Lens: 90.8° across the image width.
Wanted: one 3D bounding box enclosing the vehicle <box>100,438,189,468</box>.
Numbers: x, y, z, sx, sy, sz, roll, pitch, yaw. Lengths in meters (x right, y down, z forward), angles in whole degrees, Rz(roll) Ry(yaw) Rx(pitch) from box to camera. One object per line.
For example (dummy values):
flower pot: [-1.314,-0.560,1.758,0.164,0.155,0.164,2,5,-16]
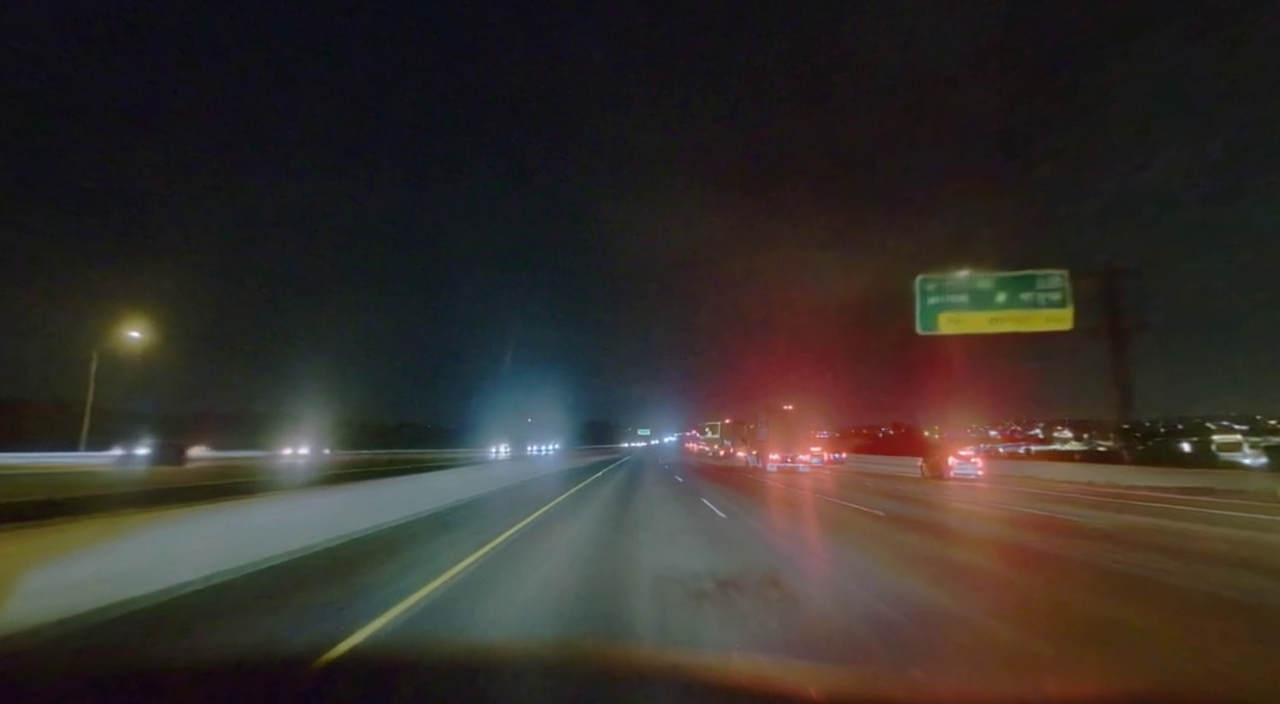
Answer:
vehicle: [-33.669,6.871,43.157,2.047,1.865,4.880,0,-8,0]
